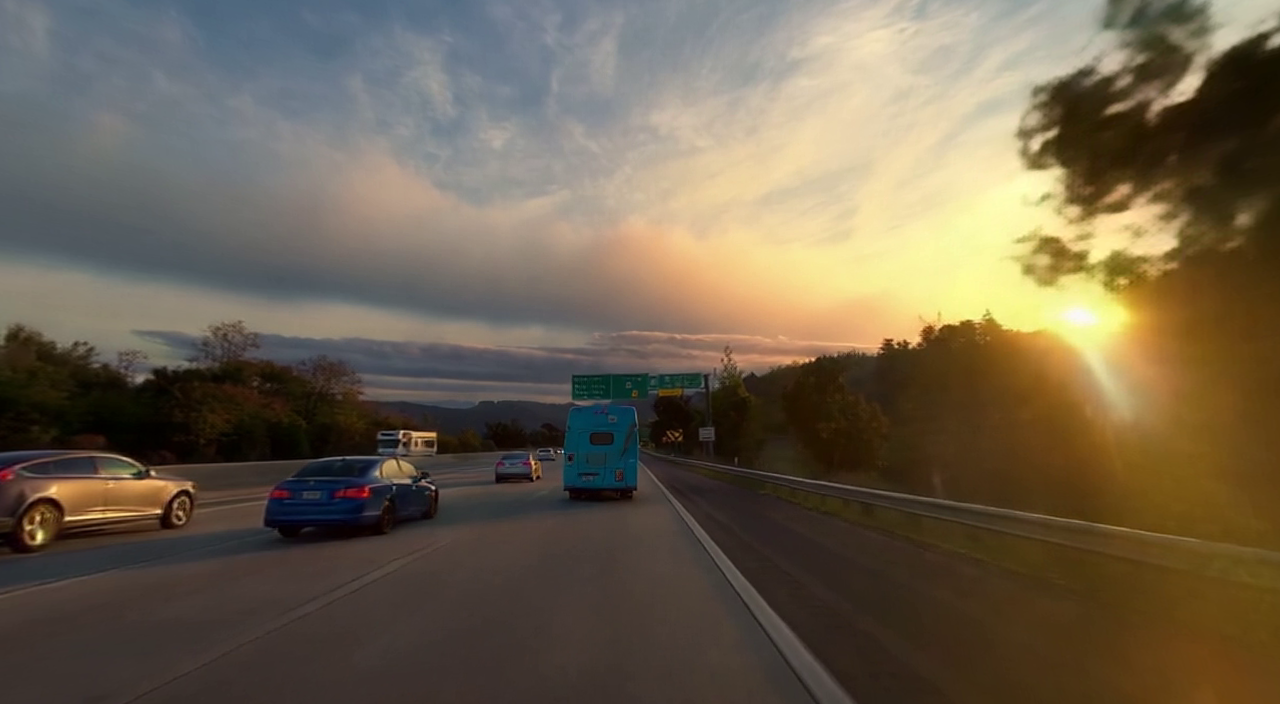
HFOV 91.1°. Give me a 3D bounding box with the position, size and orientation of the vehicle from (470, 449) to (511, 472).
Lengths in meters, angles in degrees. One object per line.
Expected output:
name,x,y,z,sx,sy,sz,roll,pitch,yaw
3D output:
vehicle,-10.133,7.404,42.920,1.886,1.462,4.084,0,-9,-1

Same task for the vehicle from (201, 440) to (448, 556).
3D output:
vehicle,-4.641,2.175,10.074,1.876,1.438,4.072,0,-9,-1

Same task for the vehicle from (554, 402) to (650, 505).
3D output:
vehicle,-1.008,2.945,18.443,2.394,2.556,5.232,0,-9,-1

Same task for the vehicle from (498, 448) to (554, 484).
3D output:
vehicle,-5.017,5.041,28.123,1.872,1.480,3.545,0,-9,-1

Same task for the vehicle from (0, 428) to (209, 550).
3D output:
vehicle,-9.627,2.147,10.365,2.010,1.621,4.252,0,-9,0
